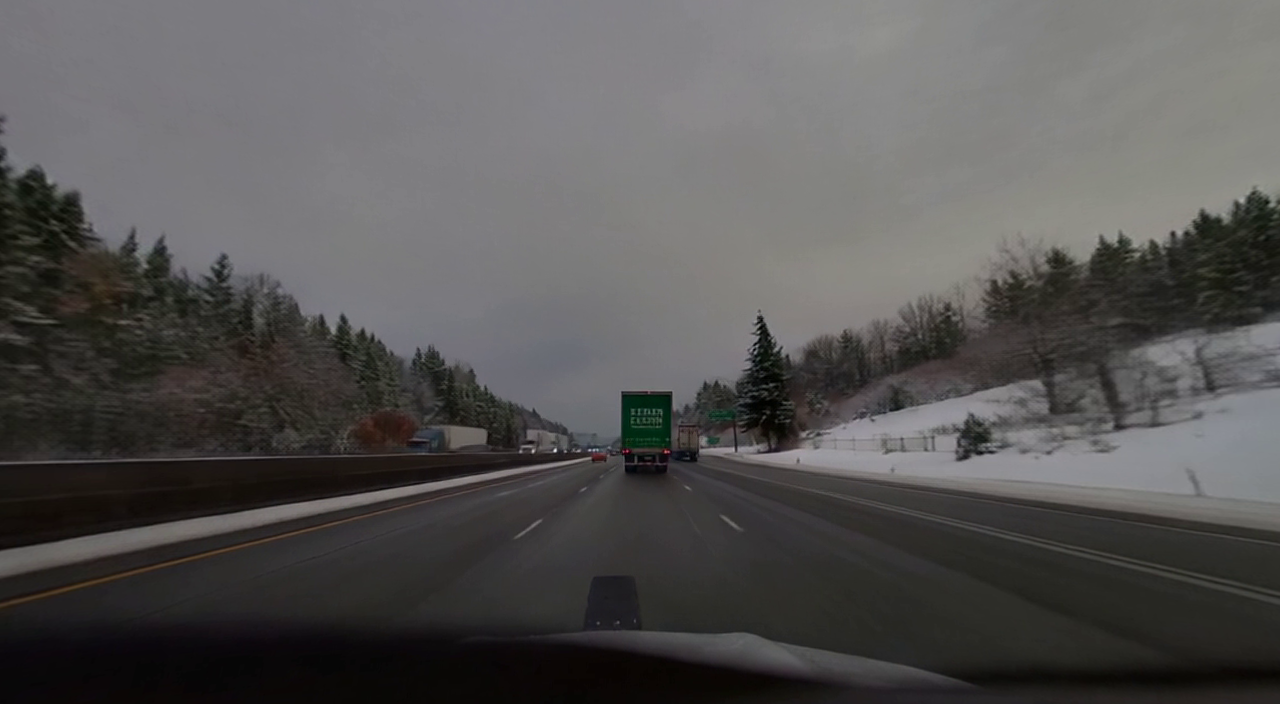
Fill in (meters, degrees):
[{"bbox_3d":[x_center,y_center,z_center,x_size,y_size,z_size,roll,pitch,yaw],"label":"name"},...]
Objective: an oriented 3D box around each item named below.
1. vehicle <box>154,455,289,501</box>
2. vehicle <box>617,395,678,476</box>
[{"bbox_3d":[-15.934,4.797,24.242,1.948,1.509,4.648,0,-9,1],"label":"vehicle"},{"bbox_3d":[0.385,5.009,37.034,3.057,4.073,10.792,0,-9,0],"label":"vehicle"}]
